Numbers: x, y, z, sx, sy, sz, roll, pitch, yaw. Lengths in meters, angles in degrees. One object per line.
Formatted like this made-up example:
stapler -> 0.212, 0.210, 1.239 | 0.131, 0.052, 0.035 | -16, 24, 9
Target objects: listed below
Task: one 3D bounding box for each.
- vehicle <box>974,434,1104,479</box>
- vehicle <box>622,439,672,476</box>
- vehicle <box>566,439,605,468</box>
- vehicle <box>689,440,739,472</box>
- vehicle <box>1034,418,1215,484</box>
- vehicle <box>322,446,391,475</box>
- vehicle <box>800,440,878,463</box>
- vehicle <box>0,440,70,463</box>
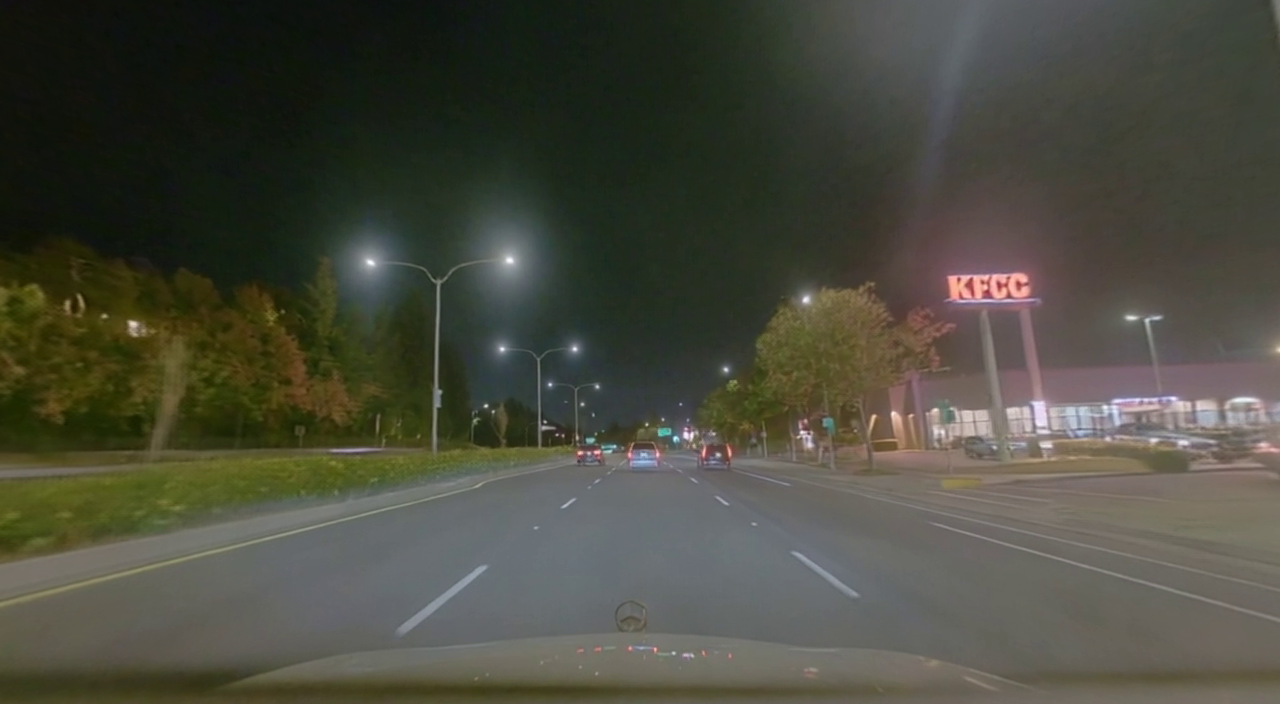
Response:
vehicle -> 15.038, 3.951, 24.133 | 2.099, 1.526, 4.555 | -1, -8, 2
vehicle -> 0.276, 4.637, 27.989 | 2.059, 1.477, 4.216 | 0, -8, 0
vehicle -> -3.223, 6.127, 38.206 | 1.995, 1.607, 4.086 | 0, -8, 0
vehicle -> 3.627, 5.227, 31.816 | 2.012, 1.462, 4.400 | 0, -8, 0
vehicle -> 17.450, 3.632, 23.232 | 2.131, 2.070, 5.579 | -1, -8, -1
vehicle -> -15.657, 5.987, 35.088 | 1.796, 1.466, 4.362 | 0, -8, 1
vehicle -> 13.053, 6.550, 41.617 | 4.622, 1.469, 1.934 | -2, -9, 10
vehicle -> -45.390, 7.351, 46.715 | 2.029, 1.654, 4.555 | 0, -8, -2
